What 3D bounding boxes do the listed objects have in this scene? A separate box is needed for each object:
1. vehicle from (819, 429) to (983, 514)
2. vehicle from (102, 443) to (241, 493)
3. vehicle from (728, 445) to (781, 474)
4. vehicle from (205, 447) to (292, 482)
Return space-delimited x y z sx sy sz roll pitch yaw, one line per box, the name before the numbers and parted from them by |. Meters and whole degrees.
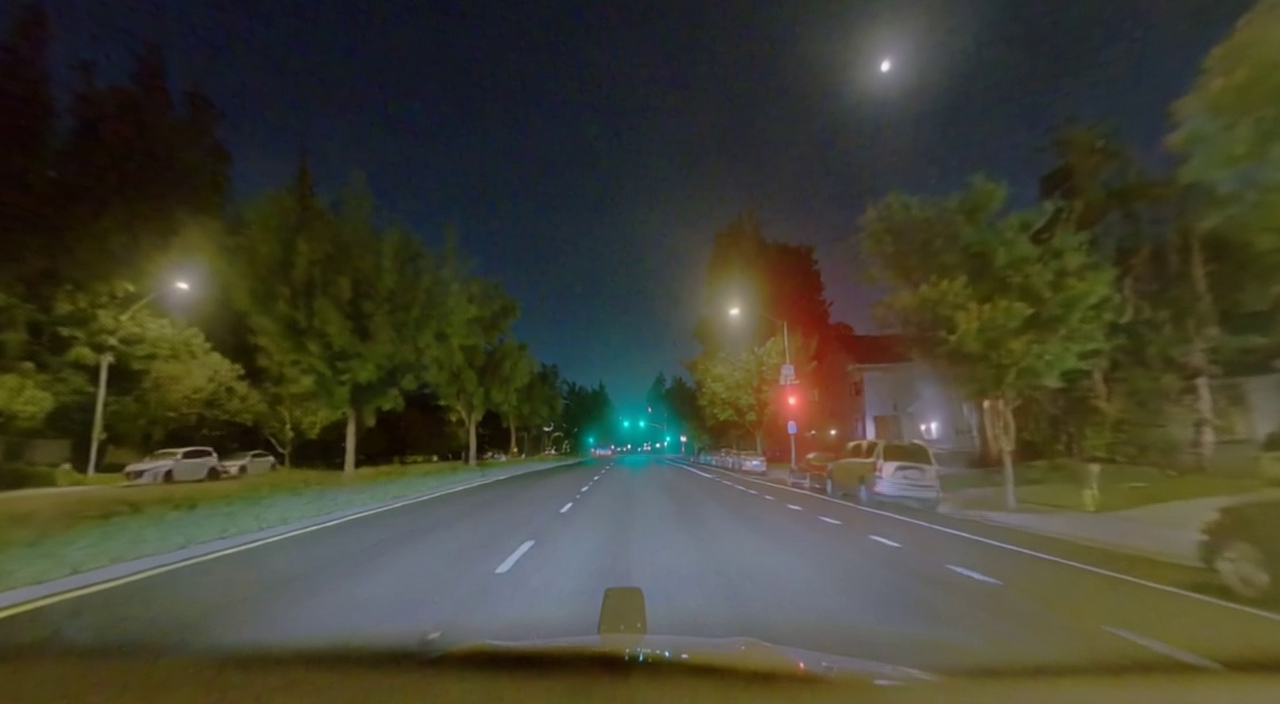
vehicle | 6.473 3.017 16.387 2.032 1.844 4.964 1 -9 -2
vehicle | -21.383 5.260 29.070 2.196 1.854 5.677 -1 -7 -1
vehicle | 6.374 6.008 35.372 1.922 1.494 4.772 1 -9 -2
vehicle | -21.685 6.208 35.030 1.965 1.523 4.798 -1 -6 -2
